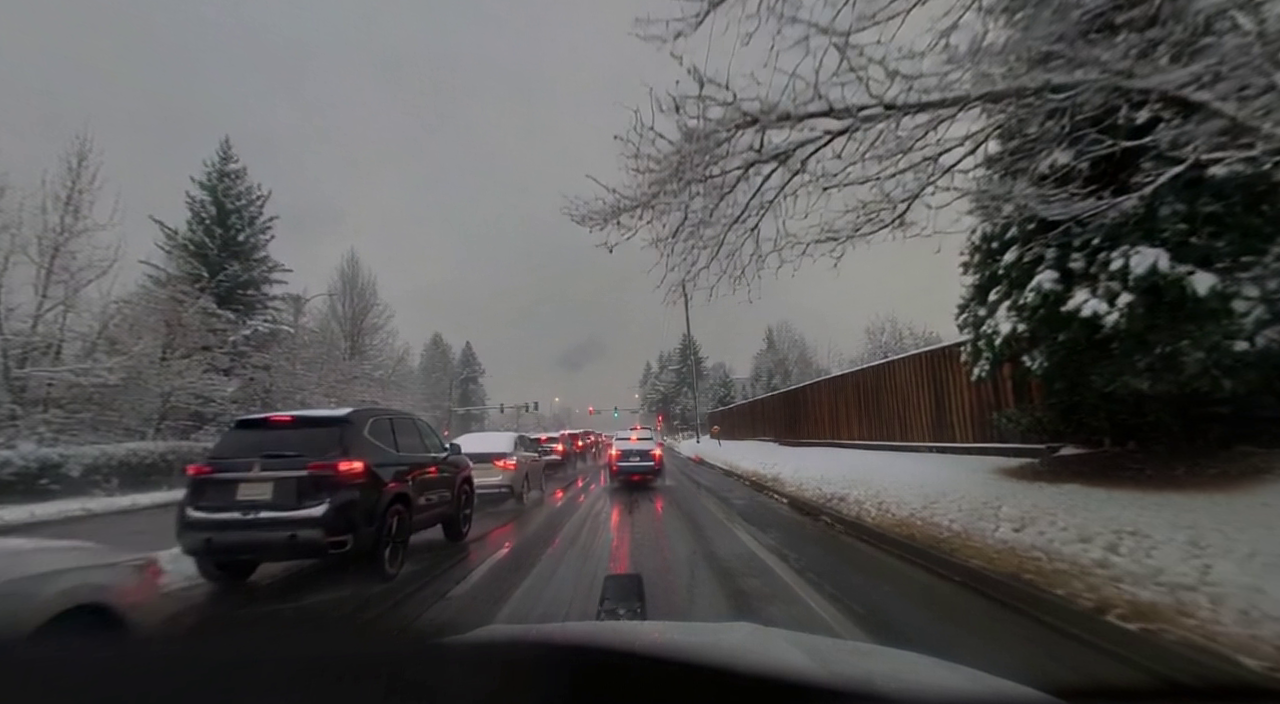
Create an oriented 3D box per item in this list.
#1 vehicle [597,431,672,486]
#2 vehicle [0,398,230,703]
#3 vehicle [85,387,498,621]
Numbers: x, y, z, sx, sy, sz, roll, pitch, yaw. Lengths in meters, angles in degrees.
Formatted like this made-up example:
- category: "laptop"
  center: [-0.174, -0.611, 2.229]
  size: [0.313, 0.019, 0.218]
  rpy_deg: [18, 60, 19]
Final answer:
- category: "vehicle"
  center: [-0.136, 3.131, 18.794]
  size: [1.995, 1.460, 3.865]
  rpy_deg: [0, -8, 0]
- category: "vehicle"
  center: [-3.030, 0.729, 0.893]
  size: [1.966, 1.472, 4.305]
  rpy_deg: [0, -8, 0]
- category: "vehicle"
  center: [-3.086, 1.439, 6.913]
  size: [1.999, 1.727, 4.340]
  rpy_deg: [0, -8, 0]
